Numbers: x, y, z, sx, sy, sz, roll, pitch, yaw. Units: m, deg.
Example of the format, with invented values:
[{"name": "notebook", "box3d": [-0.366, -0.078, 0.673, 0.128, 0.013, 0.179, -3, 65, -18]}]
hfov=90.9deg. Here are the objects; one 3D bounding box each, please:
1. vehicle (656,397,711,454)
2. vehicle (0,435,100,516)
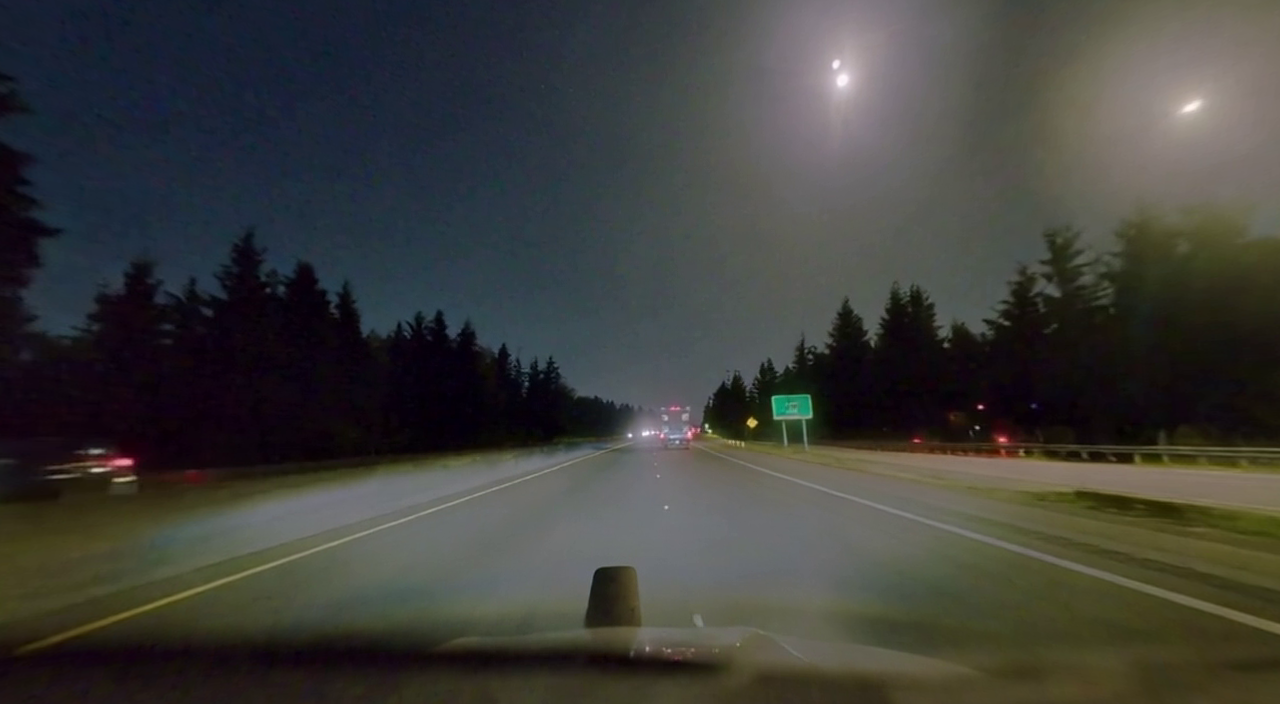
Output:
[{"name": "vehicle", "box3d": [2.926, 5.357, 45.265, 3.200, 3.651, 8.416, 0, -8, -1]}, {"name": "vehicle", "box3d": [-14.251, 2.552, 13.072, 2.112, 1.654, 4.481, 0, -8, 0]}]
